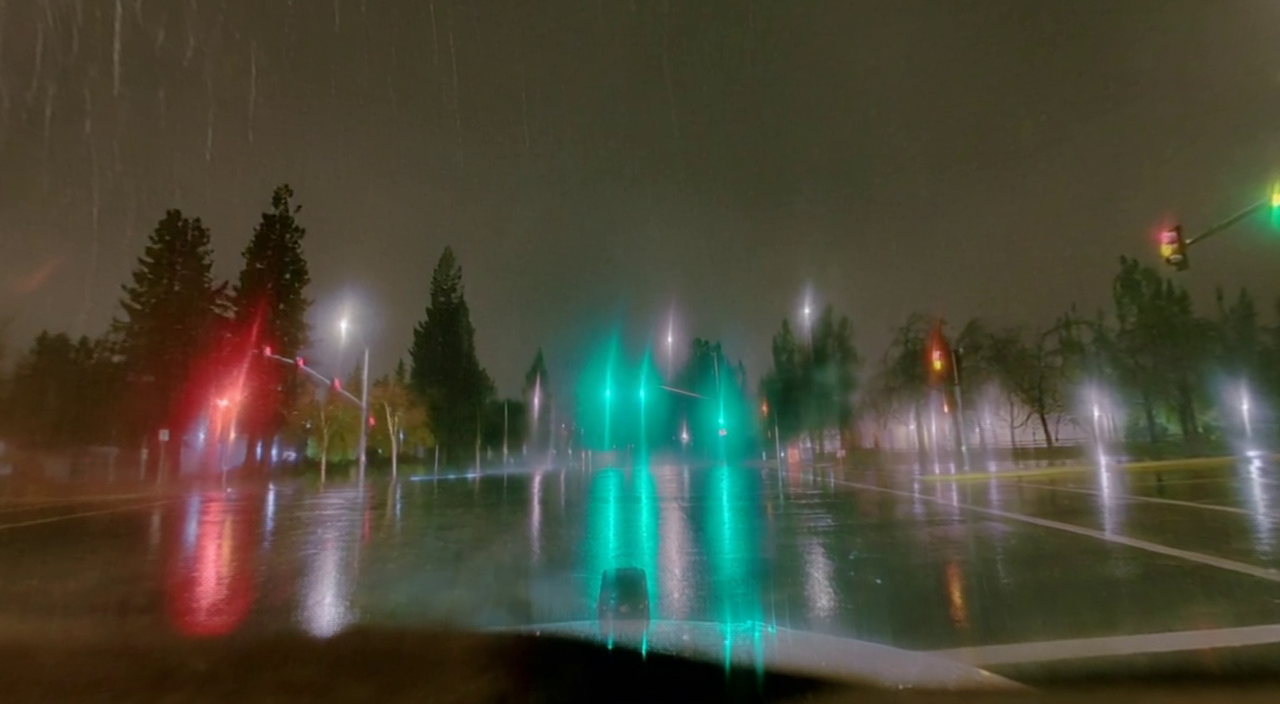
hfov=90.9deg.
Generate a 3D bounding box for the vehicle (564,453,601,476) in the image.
[{"bbox_3d":[-4.480,8.850,49.866,2.030,1.704,4.205,-1,-8,7],"label":"vehicle"}]
